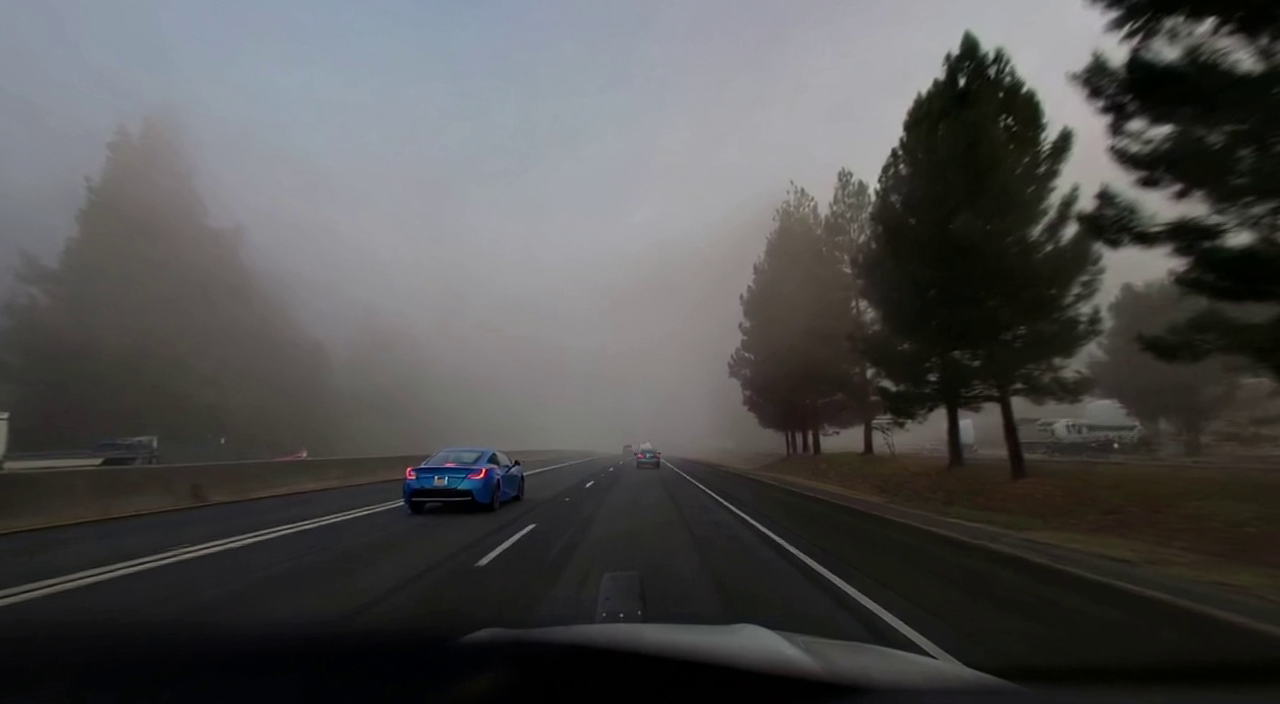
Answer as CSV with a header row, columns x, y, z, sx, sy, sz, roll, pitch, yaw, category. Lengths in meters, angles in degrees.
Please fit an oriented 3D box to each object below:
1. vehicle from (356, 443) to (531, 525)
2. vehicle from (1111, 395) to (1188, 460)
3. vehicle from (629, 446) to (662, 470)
x,y,z,sx,sy,sz,roll,pitch,yaw,category
-3.905,2.698,13.574,2.170,1.451,4.584,0,-9,2,vehicle
38.320,5.782,47.223,11.007,4.362,2.851,8,-12,-44,vehicle
0.320,6.838,40.942,2.079,1.450,3.942,0,-9,0,vehicle
